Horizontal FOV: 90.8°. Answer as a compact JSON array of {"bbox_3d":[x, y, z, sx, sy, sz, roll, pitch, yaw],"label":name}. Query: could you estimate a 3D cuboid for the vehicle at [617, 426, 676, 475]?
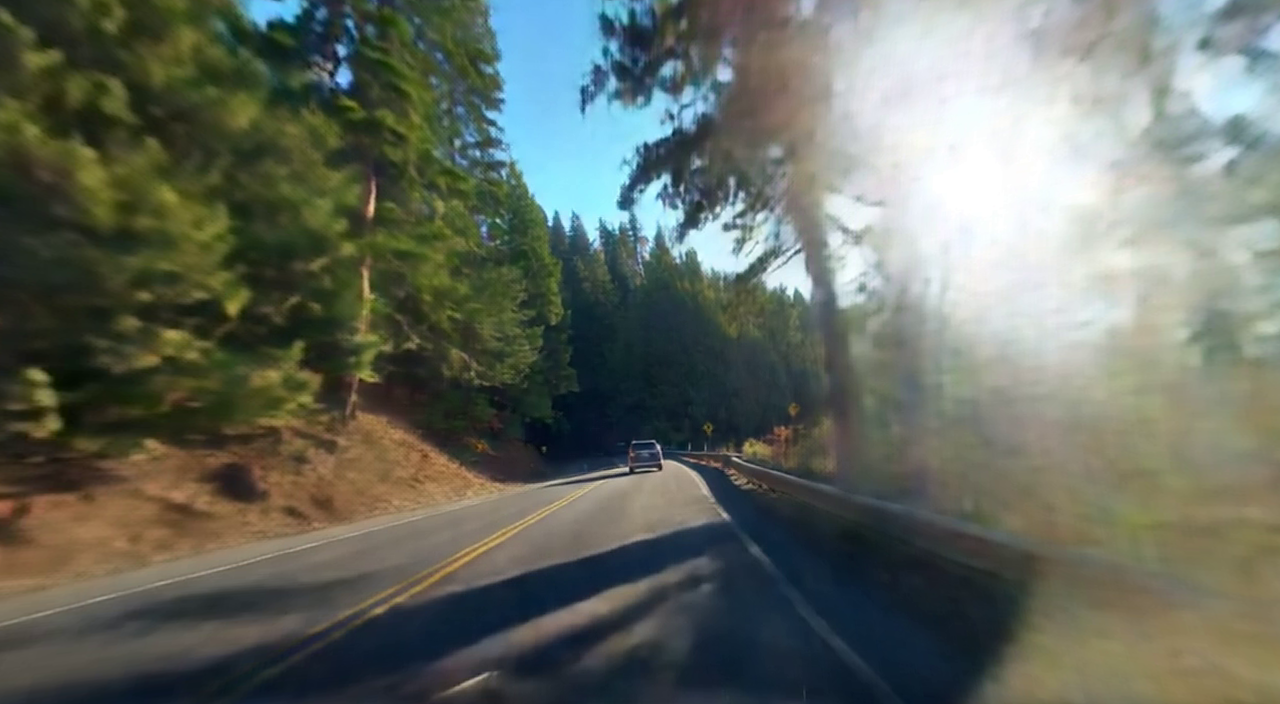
[{"bbox_3d":[0.291,4.824,31.088,2.469,1.953,5.605,-6,-9,0],"label":"vehicle"}]
